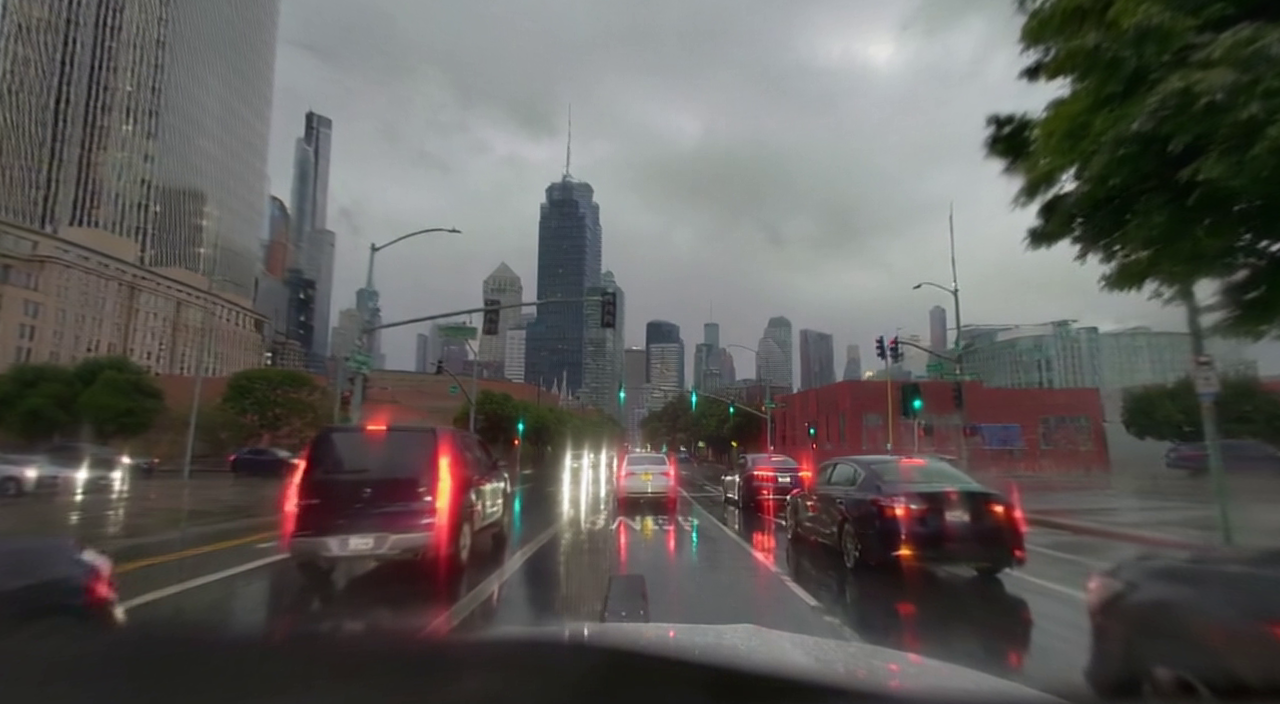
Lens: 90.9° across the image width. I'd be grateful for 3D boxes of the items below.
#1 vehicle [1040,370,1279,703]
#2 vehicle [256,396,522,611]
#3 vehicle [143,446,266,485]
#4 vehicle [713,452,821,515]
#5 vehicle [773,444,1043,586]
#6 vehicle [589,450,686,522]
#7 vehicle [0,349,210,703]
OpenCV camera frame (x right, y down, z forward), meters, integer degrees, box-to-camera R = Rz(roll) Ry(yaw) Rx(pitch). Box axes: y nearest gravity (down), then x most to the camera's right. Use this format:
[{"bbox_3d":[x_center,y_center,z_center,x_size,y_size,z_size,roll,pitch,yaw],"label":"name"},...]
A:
[{"bbox_3d":[3.254,0.752,1.219,2.179,1.631,4.173,0,-8,0],"label":"vehicle"},{"bbox_3d":[-2.767,1.719,7.992,1.683,2.039,3.703,0,-8,2],"label":"vehicle"},{"bbox_3d":[-20.247,5.263,29.469,4.271,1.705,1.941,0,-8,1],"label":"vehicle"},{"bbox_3d":[3.364,3.565,17.636,1.942,1.443,4.468,0,-8,-2],"label":"vehicle"},{"bbox_3d":[3.440,2.140,9.282,1.973,1.537,4.533,0,-8,0],"label":"vehicle"},{"bbox_3d":[-0.076,3.114,15.198,2.031,1.461,3.763,0,-8,-1],"label":"vehicle"},{"bbox_3d":[-3.412,0.710,1.291,2.046,1.744,4.407,0,-8,-2],"label":"vehicle"}]
